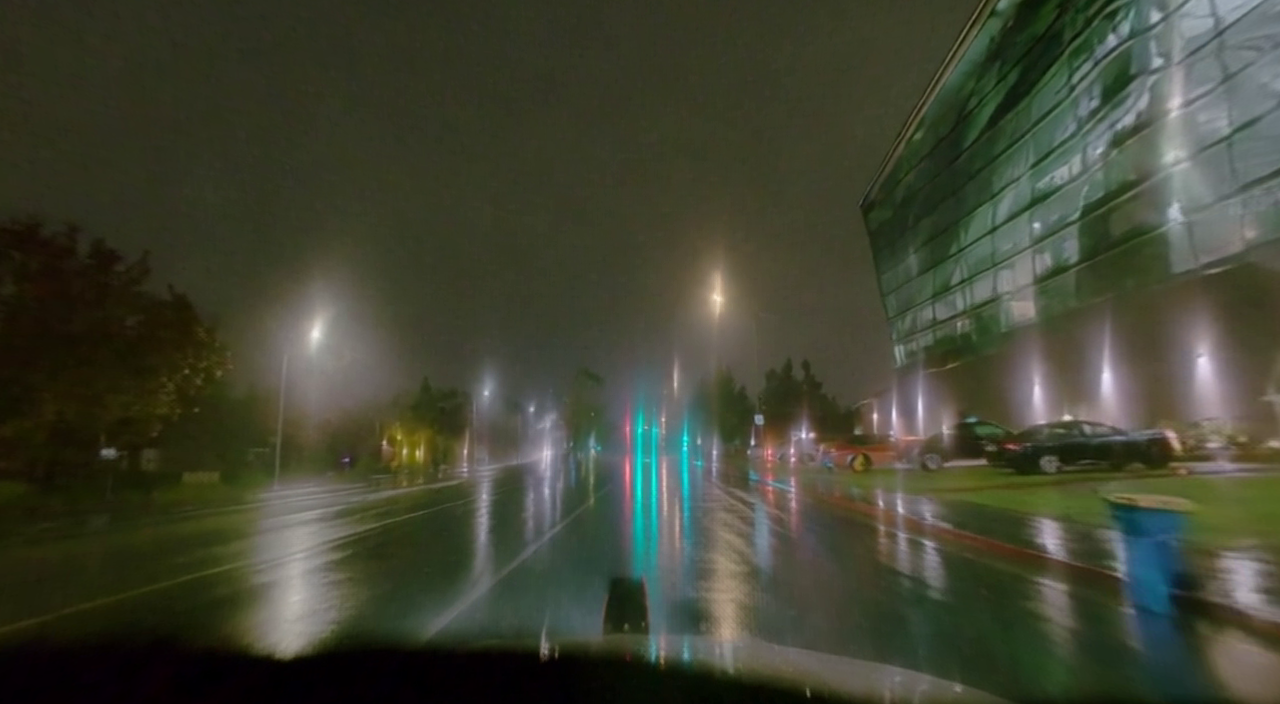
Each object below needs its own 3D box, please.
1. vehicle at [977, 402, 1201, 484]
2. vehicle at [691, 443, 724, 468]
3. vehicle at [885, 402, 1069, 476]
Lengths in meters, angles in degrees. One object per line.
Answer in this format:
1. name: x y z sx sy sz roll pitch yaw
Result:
1. vehicle: 12.133 2.491 17.306 4.478 1.578 1.944 -7 -9 2
2. vehicle: 5.198 8.037 49.157 2.078 1.771 5.174 0 -8 0
3. vehicle: 12.122 3.195 22.975 5.330 1.917 2.001 -7 -10 1
